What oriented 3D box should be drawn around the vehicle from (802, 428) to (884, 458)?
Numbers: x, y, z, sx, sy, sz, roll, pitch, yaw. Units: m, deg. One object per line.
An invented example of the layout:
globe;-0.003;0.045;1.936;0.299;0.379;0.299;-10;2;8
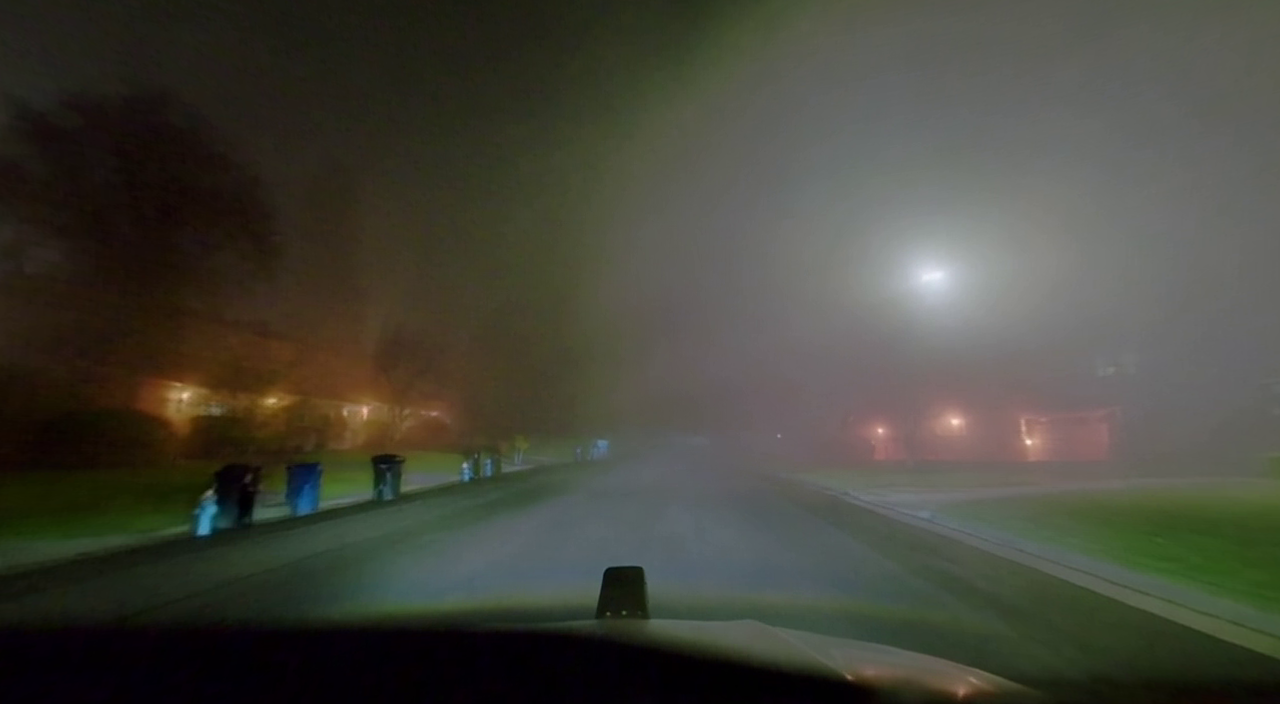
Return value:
vehicle;13.076;5.906;40.739;4.581;1.853;2.024;1;-8;-7
